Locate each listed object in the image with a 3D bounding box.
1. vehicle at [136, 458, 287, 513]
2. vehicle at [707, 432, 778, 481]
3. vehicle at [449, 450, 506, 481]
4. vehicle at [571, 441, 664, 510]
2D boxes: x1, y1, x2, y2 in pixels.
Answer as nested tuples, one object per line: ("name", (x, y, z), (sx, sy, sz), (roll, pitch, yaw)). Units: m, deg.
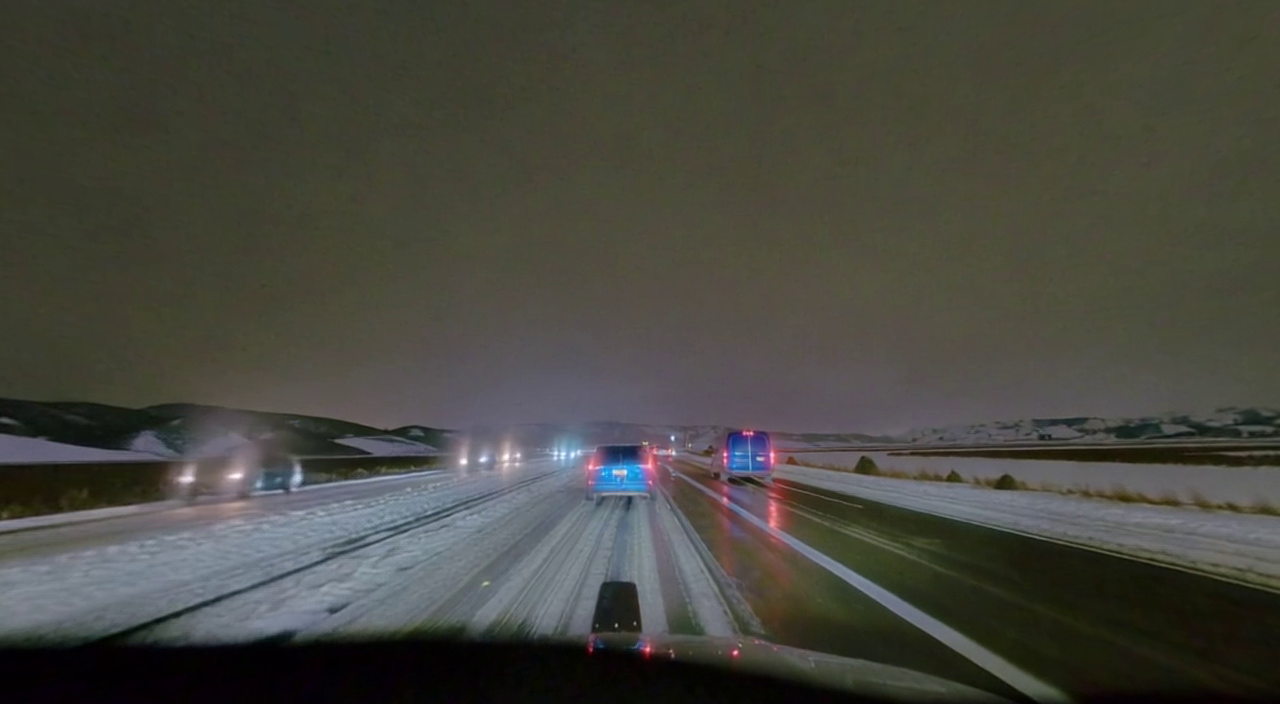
("vehicle", (-13.666, 4.237, 20.369), (1.910, 1.517, 4.274), (0, -9, -1))
("vehicle", (4.396, 4.605, 27.771), (2.261, 1.952, 4.784), (0, -9, -1))
("vehicle", (-8.466, 5.926, 32.971), (1.867, 1.515, 4.107), (0, -9, 0))
("vehicle", (-0.494, 3.001, 15.639), (2.029, 1.483, 3.769), (0, -9, 0))
